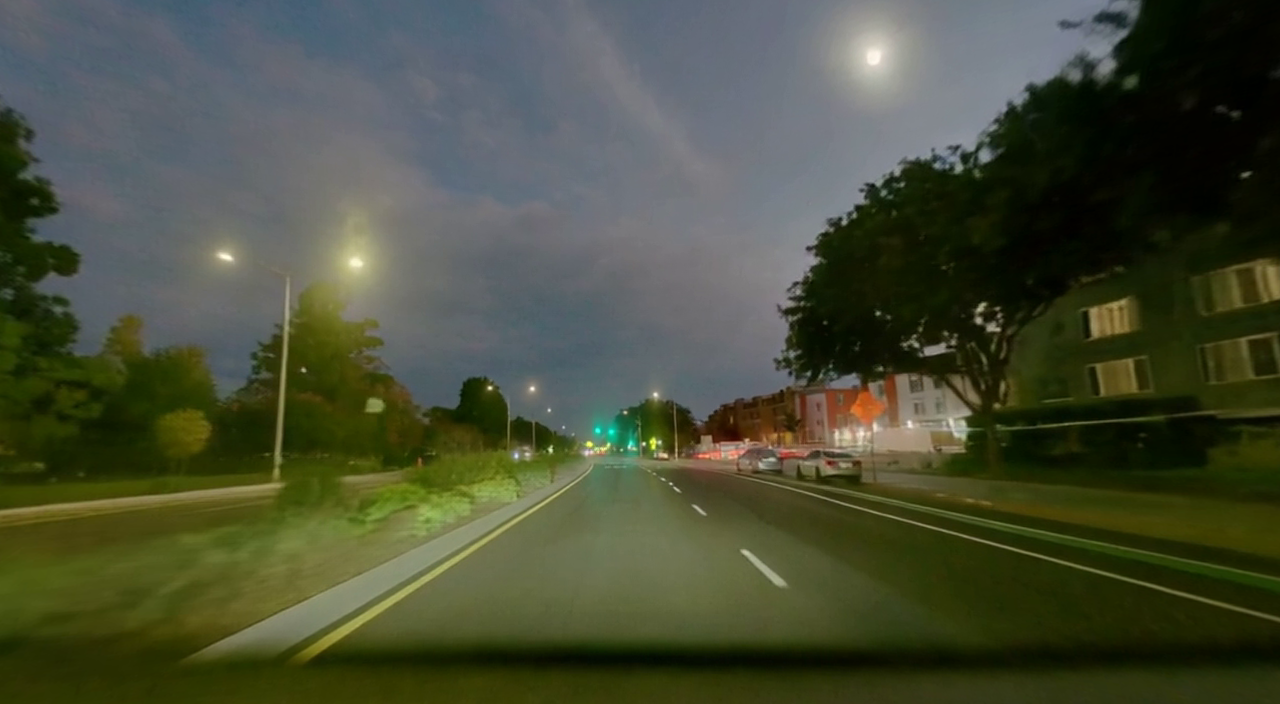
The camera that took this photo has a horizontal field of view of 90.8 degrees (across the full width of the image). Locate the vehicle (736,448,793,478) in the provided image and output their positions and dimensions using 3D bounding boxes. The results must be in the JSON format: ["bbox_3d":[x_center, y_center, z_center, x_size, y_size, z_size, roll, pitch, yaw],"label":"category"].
[{"bbox_3d":[7.502,6.685,38.362,1.977,1.540,4.307,6,-9,-7],"label":"vehicle"}]

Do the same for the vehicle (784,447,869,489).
[{"bbox_3d":[7.790,4.857,26.878,1.974,1.472,4.654,5,-9,-3],"label":"vehicle"}]
